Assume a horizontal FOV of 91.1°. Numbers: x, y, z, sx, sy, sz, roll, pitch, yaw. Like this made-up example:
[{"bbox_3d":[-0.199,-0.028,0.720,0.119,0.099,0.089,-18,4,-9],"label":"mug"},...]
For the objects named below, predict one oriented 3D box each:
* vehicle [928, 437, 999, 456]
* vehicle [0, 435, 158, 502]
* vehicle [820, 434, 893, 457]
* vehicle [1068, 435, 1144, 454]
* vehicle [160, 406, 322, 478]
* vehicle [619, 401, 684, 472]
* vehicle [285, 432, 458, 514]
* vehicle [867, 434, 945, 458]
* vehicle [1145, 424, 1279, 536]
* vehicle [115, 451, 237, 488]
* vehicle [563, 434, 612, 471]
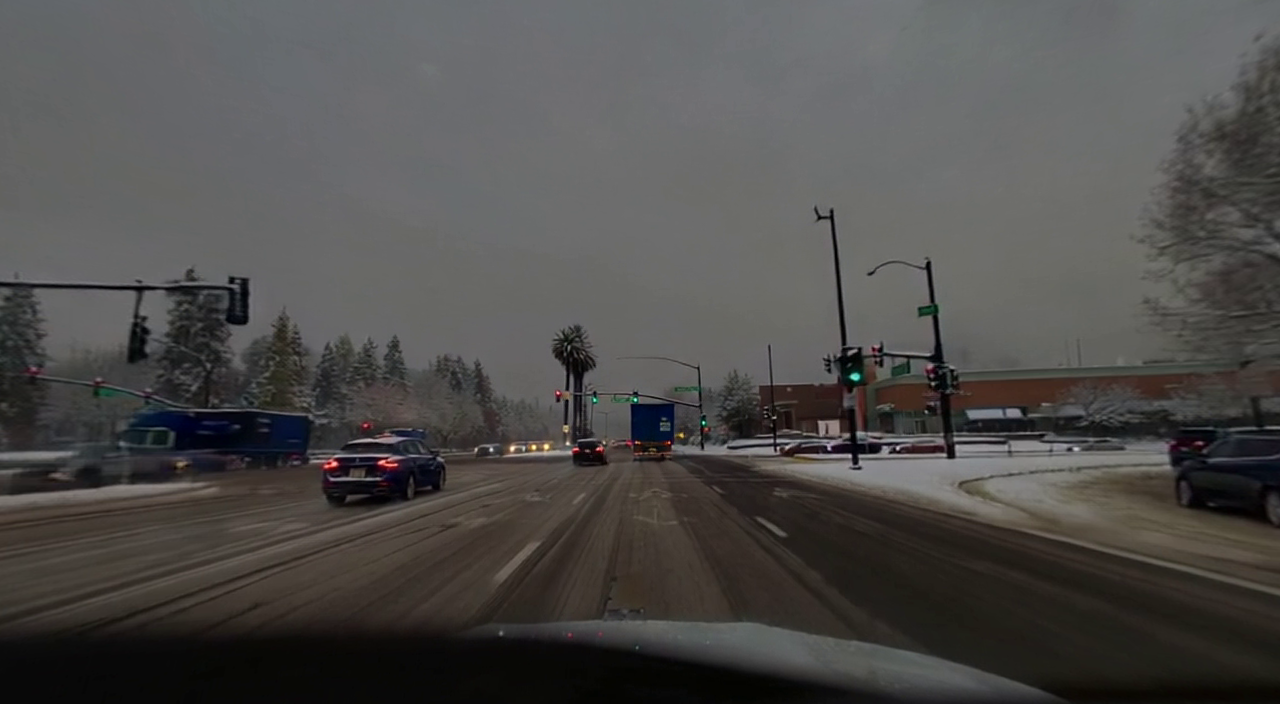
[{"bbox_3d":[25.616,7.473,49.782,4.506,1.484,1.928,0,-9,0],"label":"vehicle"},{"bbox_3d":[-18.173,3.639,20.059,2.032,1.885,4.303,0,-8,0],"label":"vehicle"},{"bbox_3d":[17.173,7.436,49.993,5.039,1.744,2.043,0,-9,0],"label":"vehicle"},{"bbox_3d":[36.713,7.293,49.520,4.337,1.487,1.949,0,-9,1],"label":"vehicle"},{"bbox_3d":[-25.010,5.814,40.524,3.017,3.971,11.161,0,-8,0],"label":"vehicle"},{"bbox_3d":[0.593,4.388,32.347,2.993,3.235,6.692,0,-8,1],"label":"vehicle"},{"bbox_3d":[-6.135,2.803,15.119,2.045,1.630,4.680,0,-8,0],"label":"vehicle"},{"bbox_3d":[19.649,6.989,46.541,4.831,1.529,1.966,-3,-10,0],"label":"vehicle"},{"bbox_3d":[9.851,1.842,9.200,1.961,1.502,4.541,-2,-9,14],"label":"vehicle"},{"bbox_3d":[-21.170,5.352,28.941,1.963,1.507,4.713,0,-9,1],"label":"vehicle"},{"bbox_3d":[-2.794,5.475,34.376,2.178,1.826,4.933,0,-8,1],"label":"vehicle"}]
